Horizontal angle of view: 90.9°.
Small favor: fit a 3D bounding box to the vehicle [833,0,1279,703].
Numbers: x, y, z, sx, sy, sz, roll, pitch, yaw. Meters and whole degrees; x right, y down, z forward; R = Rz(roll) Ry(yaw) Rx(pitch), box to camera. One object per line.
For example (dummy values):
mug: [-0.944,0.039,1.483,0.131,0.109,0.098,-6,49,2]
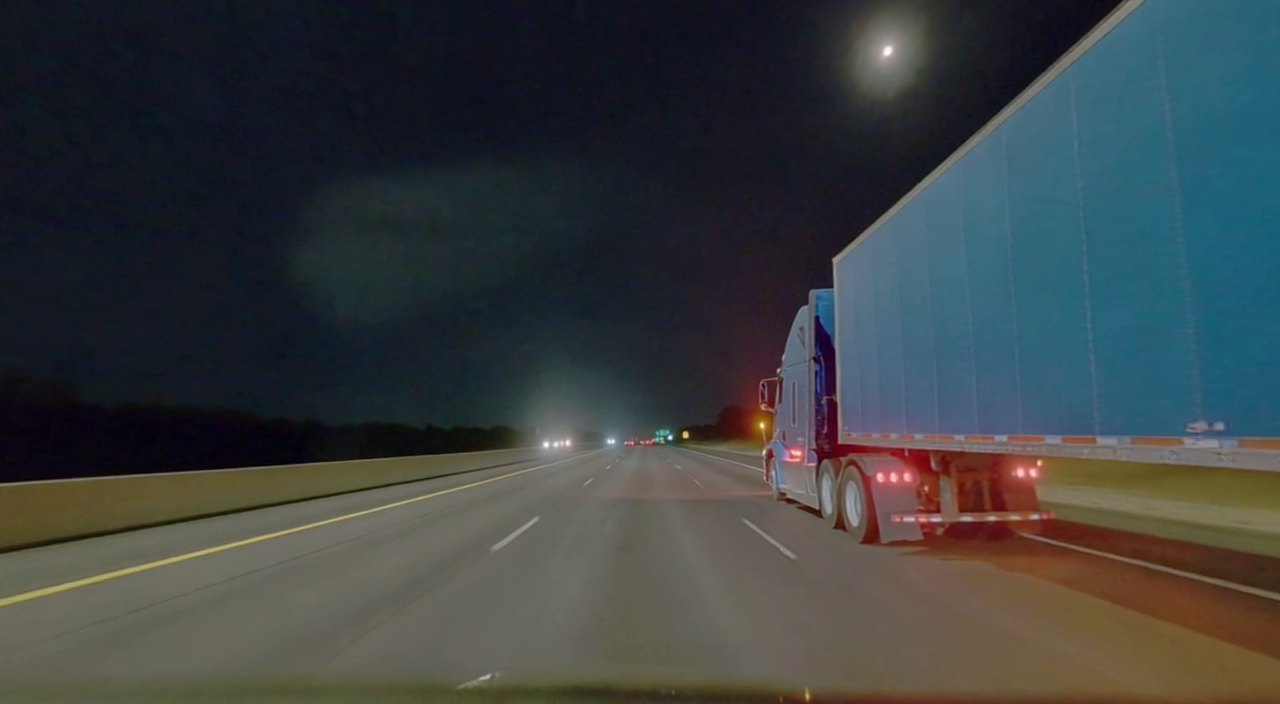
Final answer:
vehicle: [3.621,-0.224,2.102,3.012,3.768,8.945,0,-8,0]
